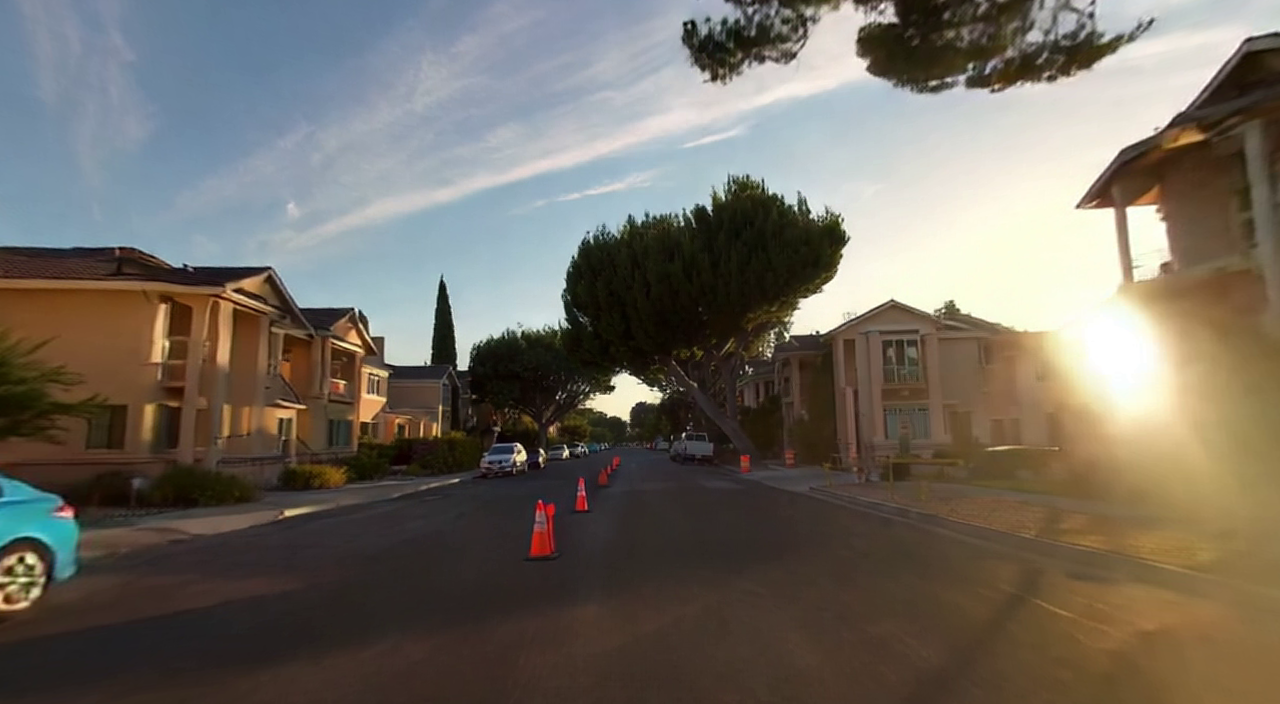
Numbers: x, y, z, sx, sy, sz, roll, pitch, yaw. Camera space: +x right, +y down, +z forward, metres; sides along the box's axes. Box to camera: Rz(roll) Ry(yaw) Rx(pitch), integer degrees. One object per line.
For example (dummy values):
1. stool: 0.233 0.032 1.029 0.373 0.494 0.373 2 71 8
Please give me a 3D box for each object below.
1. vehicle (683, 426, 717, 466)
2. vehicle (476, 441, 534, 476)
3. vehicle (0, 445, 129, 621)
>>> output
1. vehicle: 4.012 6.318 42.434 2.082 2.534 3.248 -1 -8 3
2. vehicle: -6.673 5.311 31.609 1.957 1.608 4.476 0 -8 -1
3. vehicle: -6.552 1.400 4.382 2.137 1.481 4.503 0 -8 1
